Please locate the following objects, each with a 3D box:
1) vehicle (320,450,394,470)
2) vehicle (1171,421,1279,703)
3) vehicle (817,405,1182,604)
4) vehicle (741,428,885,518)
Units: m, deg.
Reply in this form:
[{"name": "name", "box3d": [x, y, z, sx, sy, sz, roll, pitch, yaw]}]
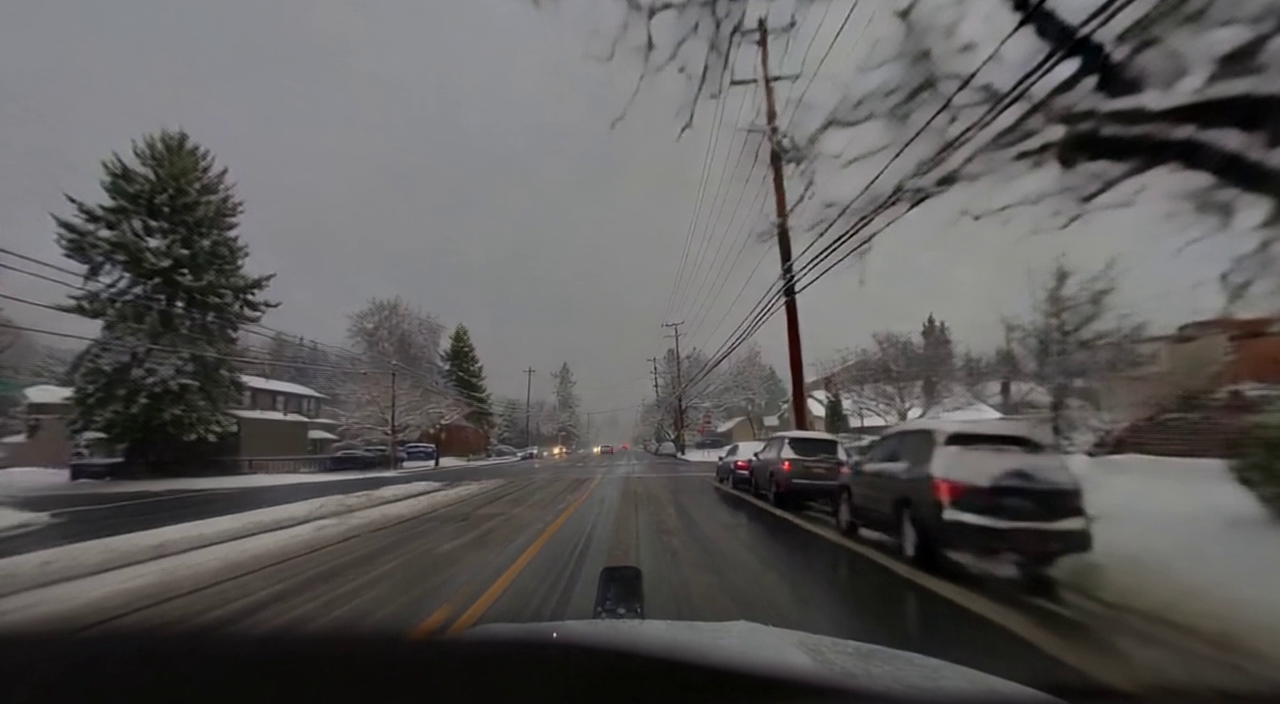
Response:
[{"name": "vehicle", "box3d": [-21.895, 8.357, 48.934, 4.728, 1.536, 2.006, 0, -8, 0]}, {"name": "vehicle", "box3d": [3.796, 0.771, 0.922, 1.865, 1.477, 4.741, 0, -8, -1]}, {"name": "vehicle", "box3d": [3.750, 1.641, 7.671, 1.852, 1.715, 4.110, 0, -9, -2]}, {"name": "vehicle", "box3d": [3.687, 2.657, 14.409, 1.948, 1.713, 4.479, 0, -8, -1]}]
